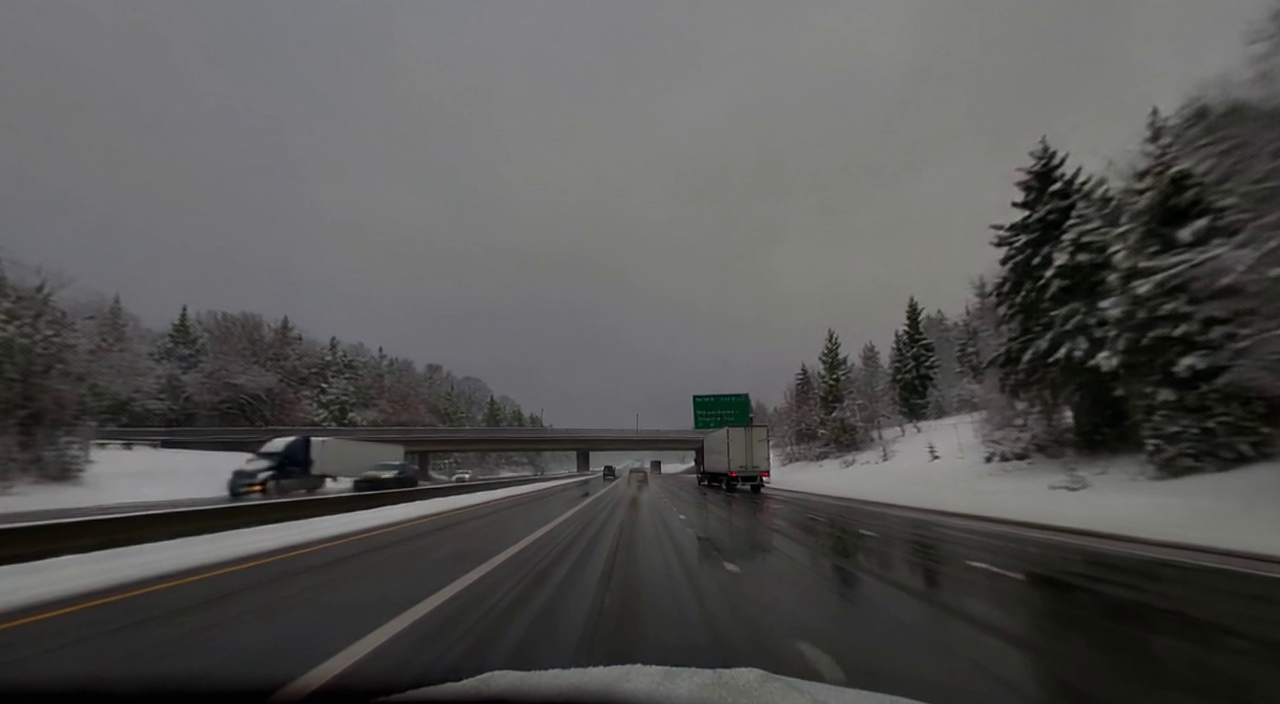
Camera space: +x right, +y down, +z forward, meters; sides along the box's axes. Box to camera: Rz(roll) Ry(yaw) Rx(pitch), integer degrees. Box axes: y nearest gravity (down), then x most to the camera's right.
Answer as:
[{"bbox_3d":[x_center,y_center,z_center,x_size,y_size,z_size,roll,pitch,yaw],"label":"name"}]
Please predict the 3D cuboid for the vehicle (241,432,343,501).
[{"bbox_3d":[-22.591,7.520,41.409,2.988,4.124,6.101,1,-10,0],"label":"vehicle"}]

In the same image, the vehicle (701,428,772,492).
[{"bbox_3d":[6.869,8.183,47.300,2.926,4.073,13.836,1,-10,-1],"label":"vehicle"}]

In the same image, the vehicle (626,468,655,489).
[{"bbox_3d":[-0.008,9.238,46.232,2.029,1.459,3.684,1,-10,-1],"label":"vehicle"}]
